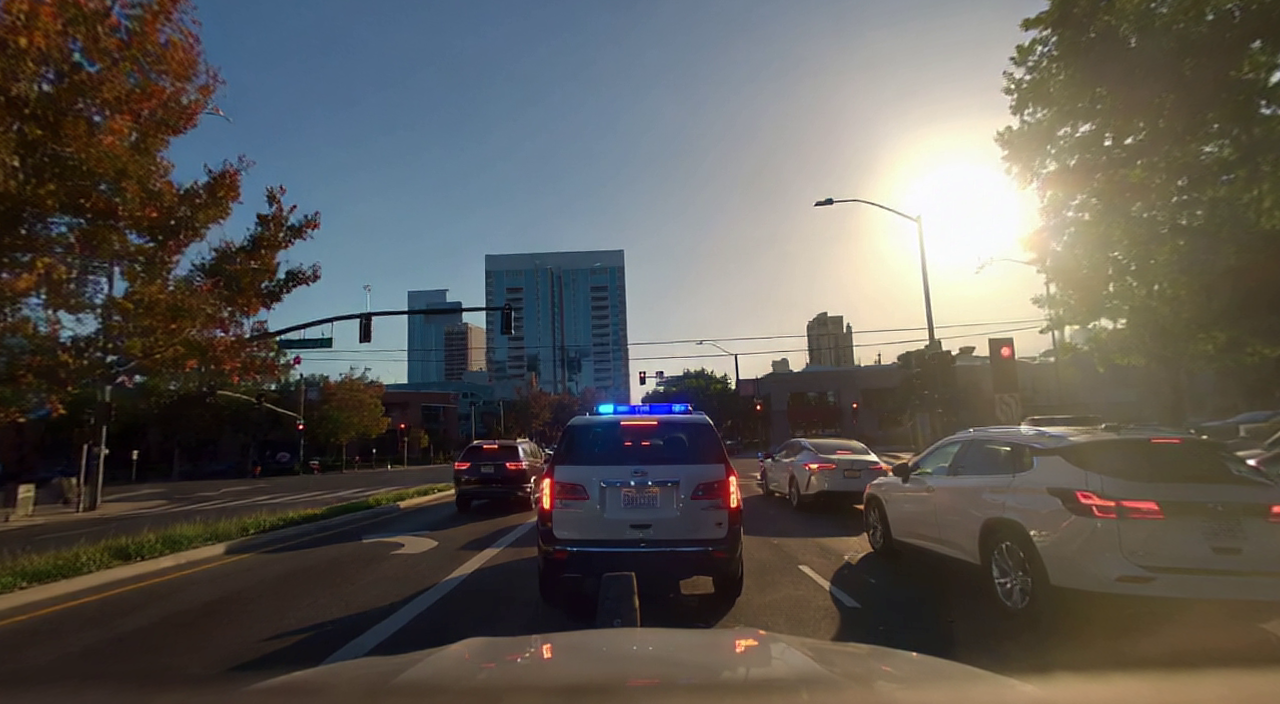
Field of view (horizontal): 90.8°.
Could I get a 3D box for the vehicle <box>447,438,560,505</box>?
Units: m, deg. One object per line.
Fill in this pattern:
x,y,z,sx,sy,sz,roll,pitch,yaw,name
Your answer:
-3.304,2.985,16.212,1.913,1.464,4.276,0,-8,0,vehicle

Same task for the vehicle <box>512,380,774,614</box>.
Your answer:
-0.028,1.460,7.275,2.038,1.819,4.505,0,-8,-1,vehicle

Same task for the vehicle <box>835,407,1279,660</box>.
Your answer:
3.644,1.410,6.080,1.995,1.483,4.533,0,-8,-1,vehicle
